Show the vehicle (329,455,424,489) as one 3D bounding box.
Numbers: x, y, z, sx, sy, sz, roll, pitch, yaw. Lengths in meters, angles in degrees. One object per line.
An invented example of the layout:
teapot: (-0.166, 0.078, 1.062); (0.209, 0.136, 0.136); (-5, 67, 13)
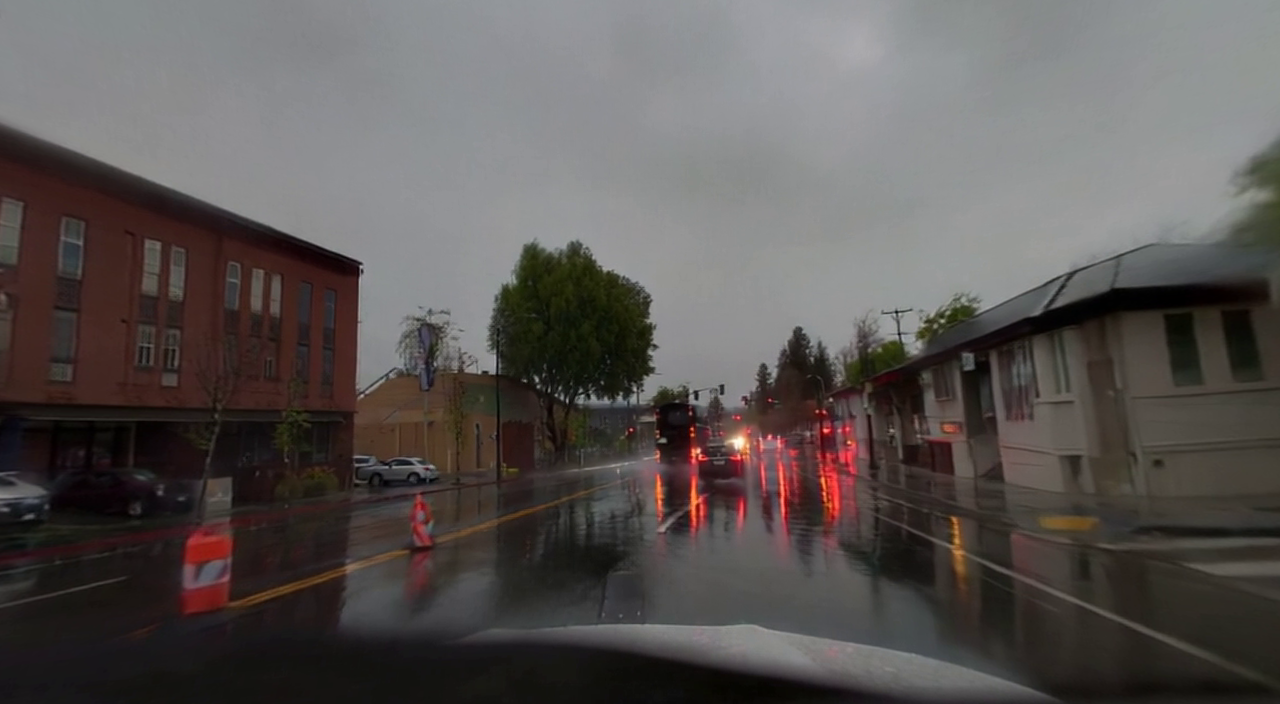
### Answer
vehicle: (-14.444, 6.556, 34.694); (4.397, 1.698, 1.932); (-2, -9, 11)

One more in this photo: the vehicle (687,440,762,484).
vehicle: (3.085, 4.150, 24.070); (2.159, 1.506, 4.086); (0, -9, -2)

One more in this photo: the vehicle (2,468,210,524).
vehicle: (-16.528, 4.418, 19.680); (4.952, 1.510, 2.115); (-2, -9, 10)

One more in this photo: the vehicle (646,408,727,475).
vehicle: (3.133, 5.343, 37.578); (2.977, 3.271, 12.748); (-2, -9, 12)
